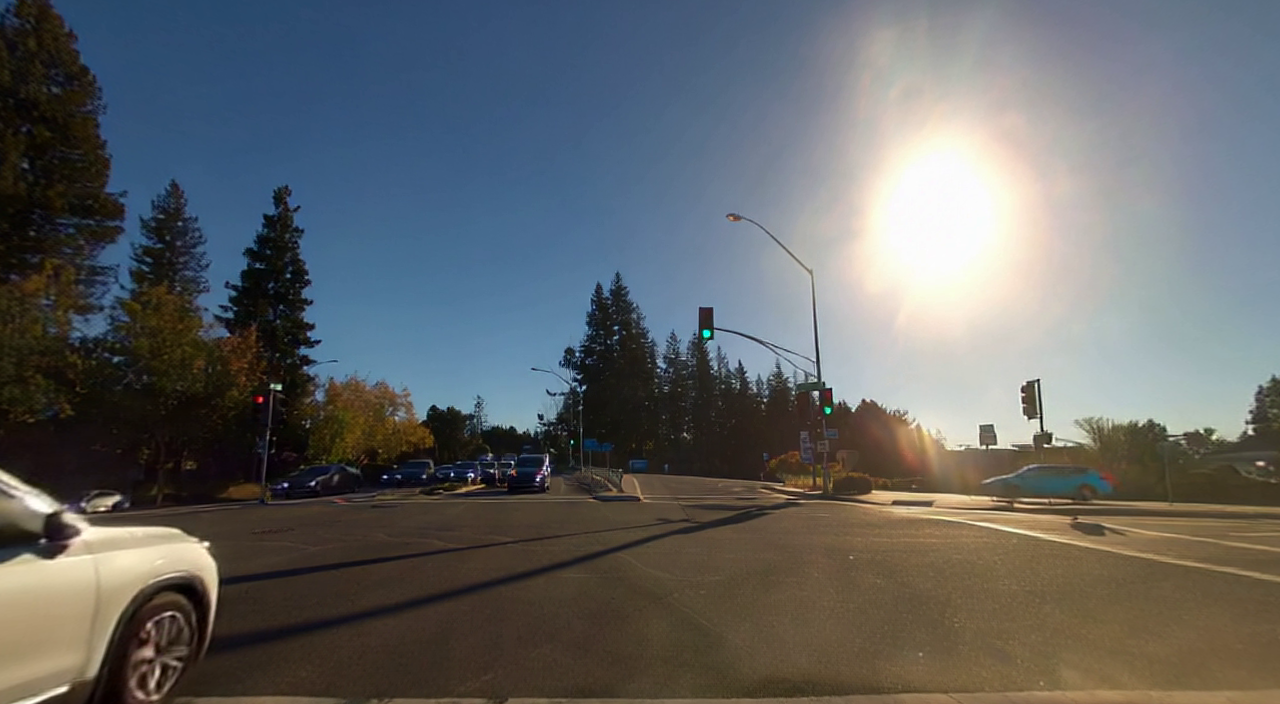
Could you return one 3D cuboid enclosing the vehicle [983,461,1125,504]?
[{"bbox_3d":[17.385,5.467,26.752,4.571,1.621,2.113,-3,-9,20],"label":"vehicle"}]

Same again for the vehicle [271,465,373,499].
[{"bbox_3d":[-19.374,7.901,38.660,2.050,1.755,5.135,-7,-11,36],"label":"vehicle"}]

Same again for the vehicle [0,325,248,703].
[{"bbox_3d":[-3.465,0.655,1.365,2.242,1.761,4.505,0,-8,1],"label":"vehicle"}]

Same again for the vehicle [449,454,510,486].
[{"bbox_3d":[-8.049,5.971,32.081,1.960,1.433,4.213,0,-8,1],"label":"vehicle"}]

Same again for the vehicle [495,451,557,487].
[{"bbox_3d":[-5.116,5.293,28.892,2.107,1.456,4.728,0,-8,-2],"label":"vehicle"}]

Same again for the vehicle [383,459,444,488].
[{"bbox_3d":[-16.706,8.951,46.798,2.111,1.925,4.507,-2,-9,13],"label":"vehicle"}]
